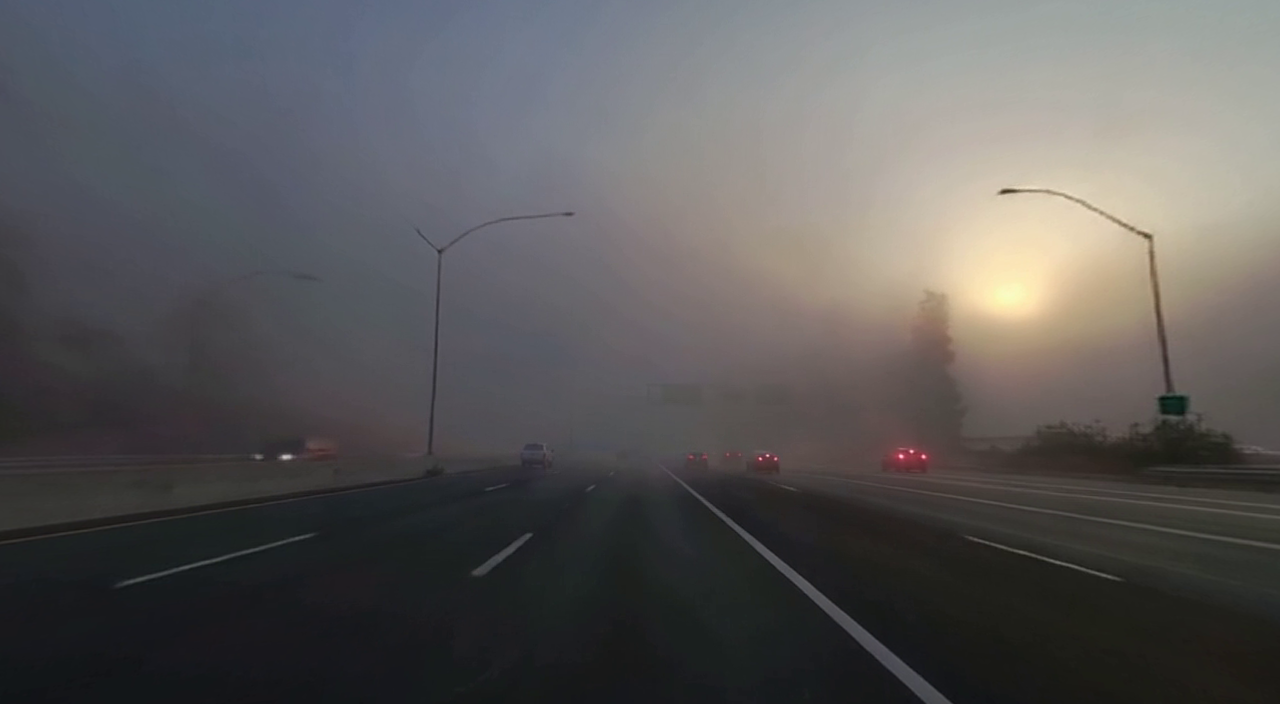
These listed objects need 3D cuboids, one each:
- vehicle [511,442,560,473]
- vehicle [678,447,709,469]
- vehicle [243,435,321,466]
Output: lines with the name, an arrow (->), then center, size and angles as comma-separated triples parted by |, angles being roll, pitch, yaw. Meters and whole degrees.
vehicle -> -6.228, 6.320, 37.961 | 2.091, 1.746, 4.437 | 0, -9, 1
vehicle -> 3.812, 7.606, 45.239 | 1.950, 1.453, 3.378 | 0, -9, 0
vehicle -> -21.164, 5.849, 37.357 | 1.985, 1.683, 4.297 | 0, -9, 1
